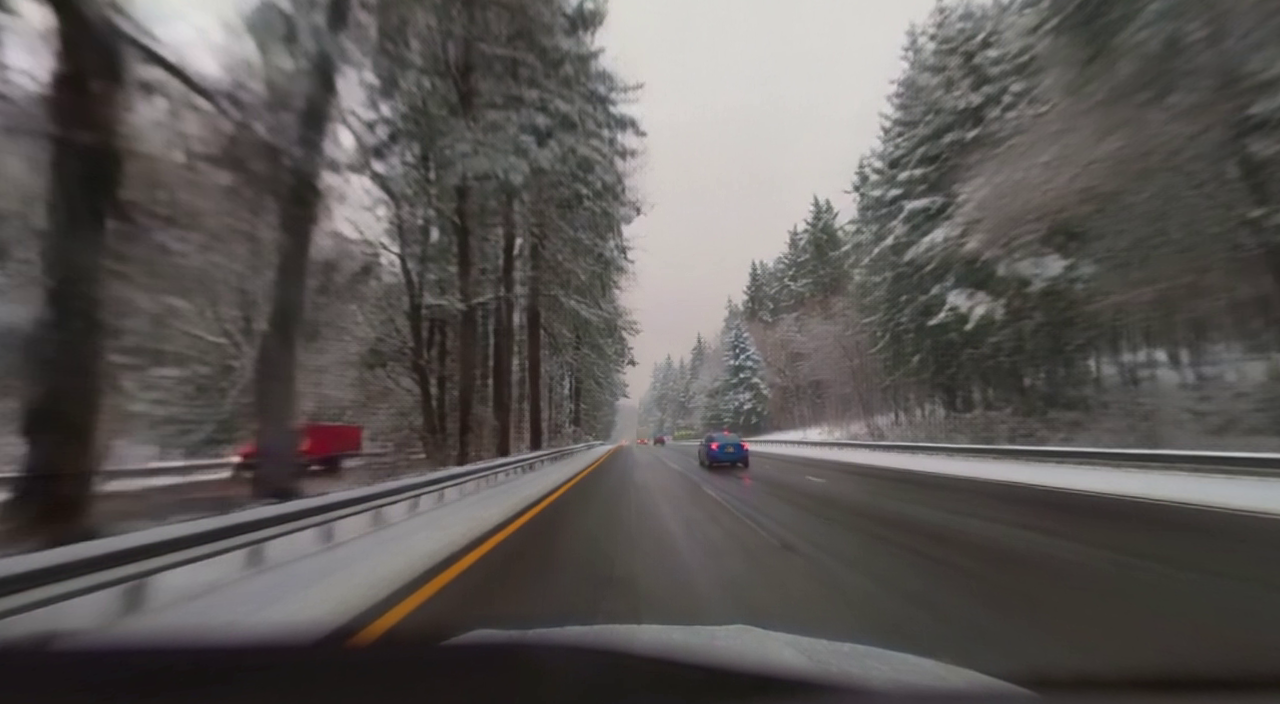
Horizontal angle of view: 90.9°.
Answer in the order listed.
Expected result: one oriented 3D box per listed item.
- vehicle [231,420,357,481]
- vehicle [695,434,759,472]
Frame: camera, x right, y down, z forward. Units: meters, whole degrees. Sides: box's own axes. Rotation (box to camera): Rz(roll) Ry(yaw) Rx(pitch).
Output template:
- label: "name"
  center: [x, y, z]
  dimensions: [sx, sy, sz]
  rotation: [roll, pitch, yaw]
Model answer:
- label: "vehicle"
  center: [-17.182, 4.905, 31.845]
  dimensions: [2.901, 2.760, 6.043]
  rotation: [0, -8, 0]
- label: "vehicle"
  center: [3.656, 4.312, 27.336]
  dimensions: [2.017, 1.502, 4.369]
  rotation: [0, -8, -2]
